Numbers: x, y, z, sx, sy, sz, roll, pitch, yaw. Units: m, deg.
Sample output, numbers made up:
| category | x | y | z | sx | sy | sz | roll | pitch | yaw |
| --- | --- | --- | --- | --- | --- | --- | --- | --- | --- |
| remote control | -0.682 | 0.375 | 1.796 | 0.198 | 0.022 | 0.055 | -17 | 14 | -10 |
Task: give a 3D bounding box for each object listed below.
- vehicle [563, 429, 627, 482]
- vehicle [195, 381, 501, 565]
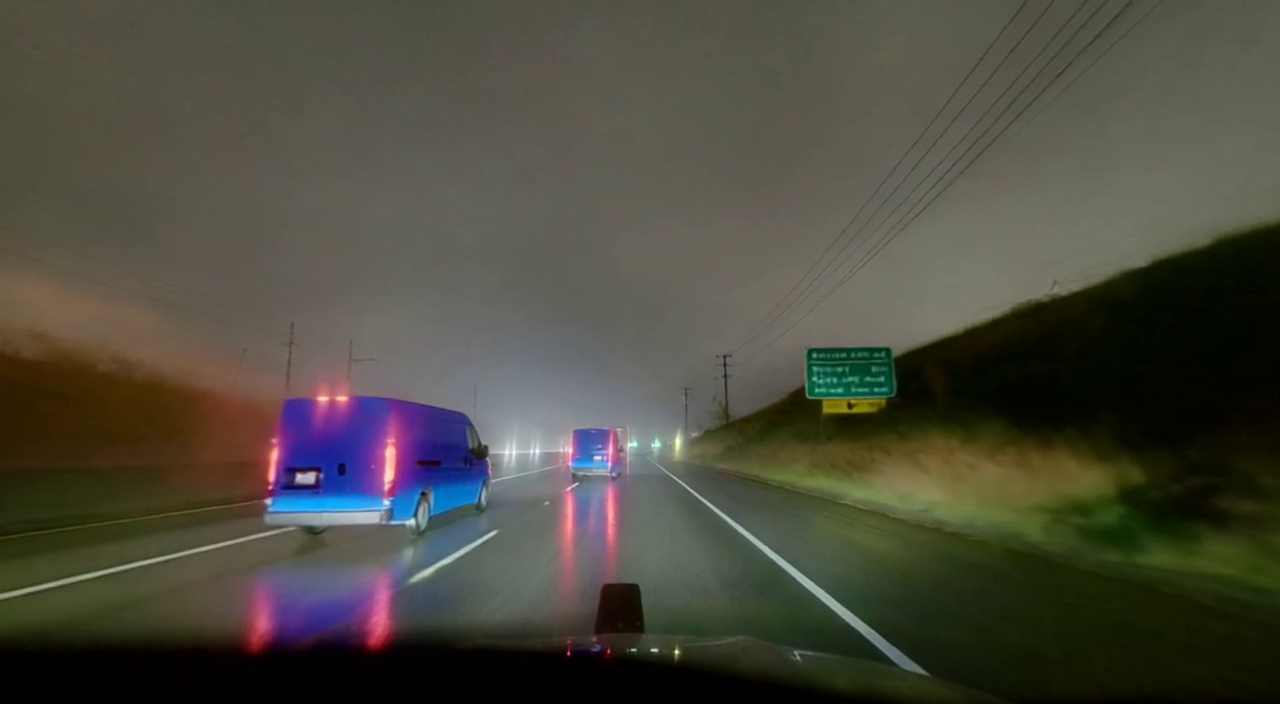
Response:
| category | x | y | z | sx | sy | sz | roll | pitch | yaw |
| --- | --- | --- | --- | --- | --- | --- | --- | --- | --- |
| vehicle | -1.748 | 4.341 | 26.582 | 2.197 | 2.011 | 5.130 | 0 | -9 | 1 |
| vehicle | -3.767 | 1.712 | 9.487 | 2.145 | 2.010 | 4.980 | 0 | -9 | 0 |
